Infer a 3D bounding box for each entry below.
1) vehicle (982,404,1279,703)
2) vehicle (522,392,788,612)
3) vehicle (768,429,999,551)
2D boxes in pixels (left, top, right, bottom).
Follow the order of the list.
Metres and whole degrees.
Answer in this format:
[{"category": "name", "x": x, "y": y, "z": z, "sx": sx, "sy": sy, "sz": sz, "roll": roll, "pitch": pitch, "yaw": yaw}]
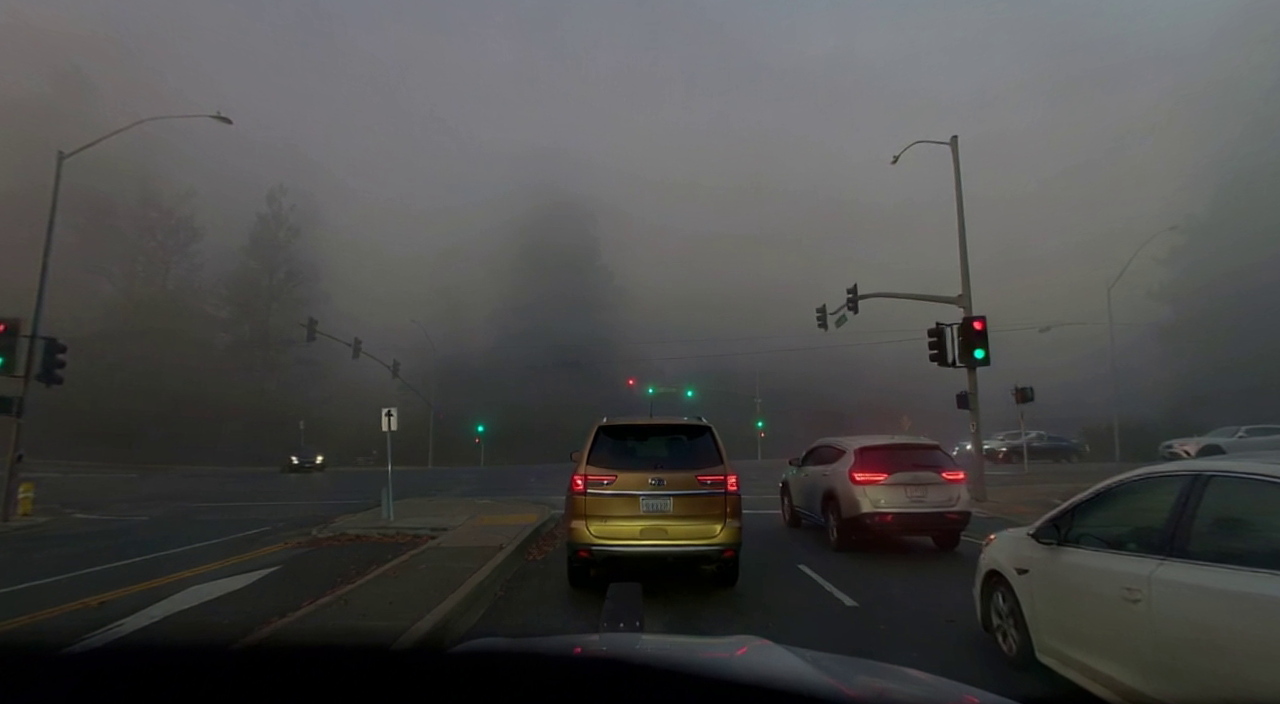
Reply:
[{"category": "vehicle", "x": 3.152, "y": 0.858, "z": 1.750, "sx": 1.924, "sy": 1.466, "sz": 4.461, "roll": 0, "pitch": -8, "yaw": 0}, {"category": "vehicle", "x": 0.116, "y": 1.562, "z": 7.507, "sx": 2.170, "sy": 1.793, "sz": 4.468, "roll": 0, "pitch": -8, "yaw": 0}, {"category": "vehicle", "x": 3.483, "y": 2.039, "z": 10.054, "sx": 1.861, "sy": 1.495, "sz": 4.215, "roll": 0, "pitch": -8, "yaw": -2}]
